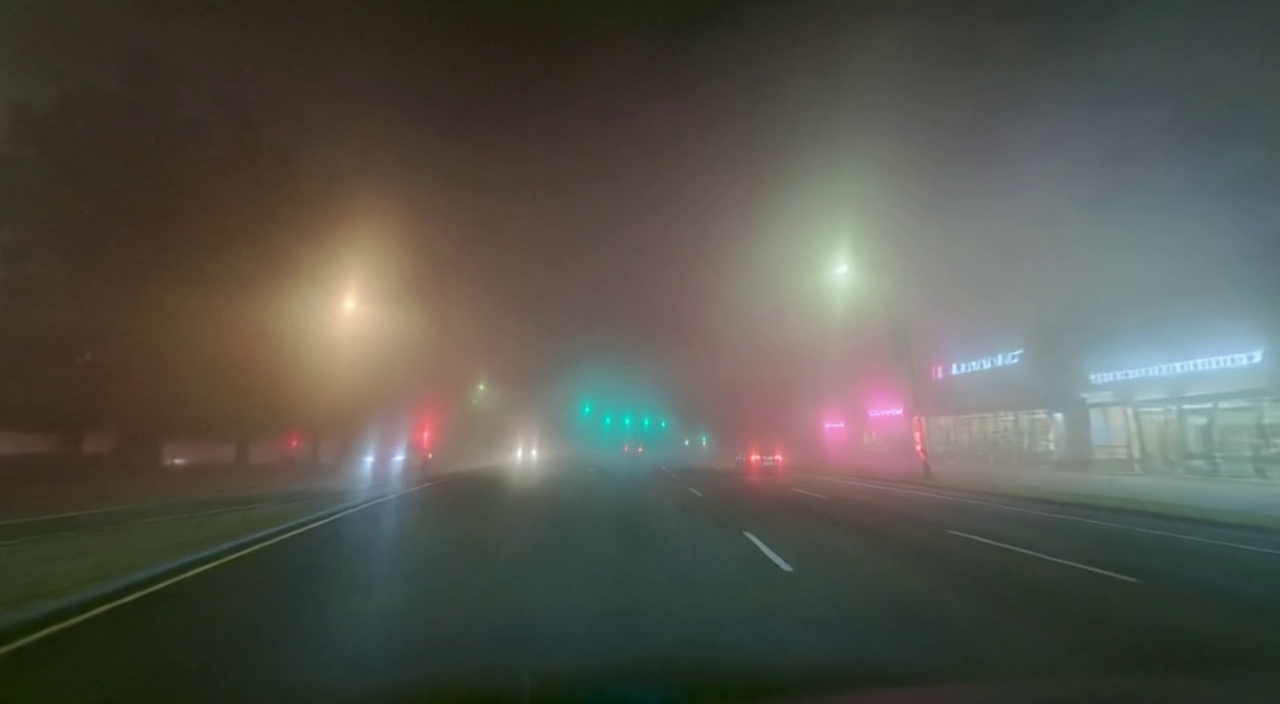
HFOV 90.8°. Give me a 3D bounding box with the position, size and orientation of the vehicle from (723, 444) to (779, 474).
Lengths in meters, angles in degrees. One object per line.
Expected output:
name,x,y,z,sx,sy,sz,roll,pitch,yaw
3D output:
vehicle,5.871,5.684,33.865,2.024,1.475,4.600,0,-9,-2

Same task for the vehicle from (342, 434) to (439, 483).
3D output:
vehicle,-9.566,4.107,24.649,2.067,1.712,4.489,0,-9,-2
